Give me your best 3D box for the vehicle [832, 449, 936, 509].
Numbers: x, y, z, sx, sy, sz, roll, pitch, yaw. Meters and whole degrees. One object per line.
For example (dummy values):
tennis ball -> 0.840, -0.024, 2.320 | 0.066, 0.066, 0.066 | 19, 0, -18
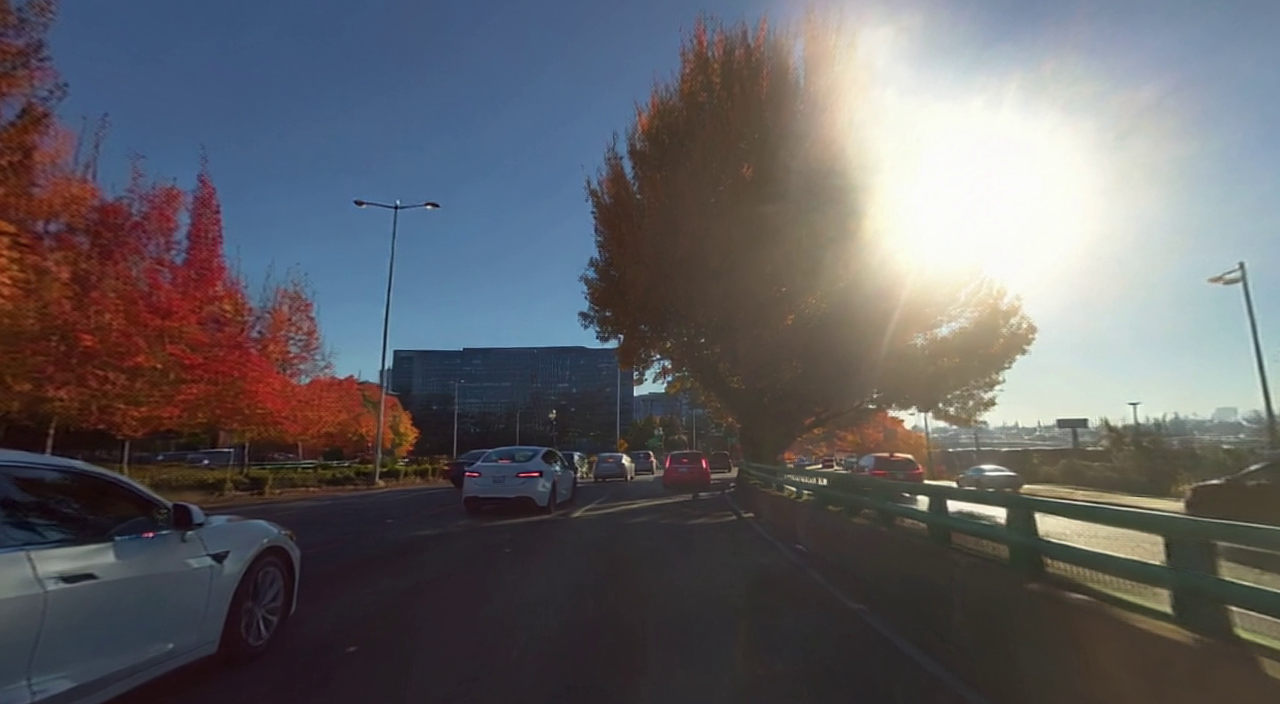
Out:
vehicle -> 7.361, 3.821, 19.452 | 1.768, 1.634, 4.064 | 0, -9, 3

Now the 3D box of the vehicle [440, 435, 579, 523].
vehicle -> -2.752, 2.796, 14.482 | 1.979, 1.663, 4.513 | 0, -9, 3

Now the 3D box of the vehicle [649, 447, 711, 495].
vehicle -> 1.514, 4.201, 22.658 | 2.015, 1.506, 4.276 | 0, -9, 6

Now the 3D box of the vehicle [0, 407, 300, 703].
vehicle -> -3.447, 0.939, 2.273 | 1.921, 1.503, 4.317 | 0, -9, 1

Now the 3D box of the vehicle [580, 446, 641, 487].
vehicle -> -1.208, 5.034, 28.030 | 1.930, 1.635, 4.260 | -1, -9, 8

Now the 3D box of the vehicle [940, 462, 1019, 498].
vehicle -> 16.396, 6.179, 30.688 | 1.816, 1.481, 4.422 | -1, -9, 7
